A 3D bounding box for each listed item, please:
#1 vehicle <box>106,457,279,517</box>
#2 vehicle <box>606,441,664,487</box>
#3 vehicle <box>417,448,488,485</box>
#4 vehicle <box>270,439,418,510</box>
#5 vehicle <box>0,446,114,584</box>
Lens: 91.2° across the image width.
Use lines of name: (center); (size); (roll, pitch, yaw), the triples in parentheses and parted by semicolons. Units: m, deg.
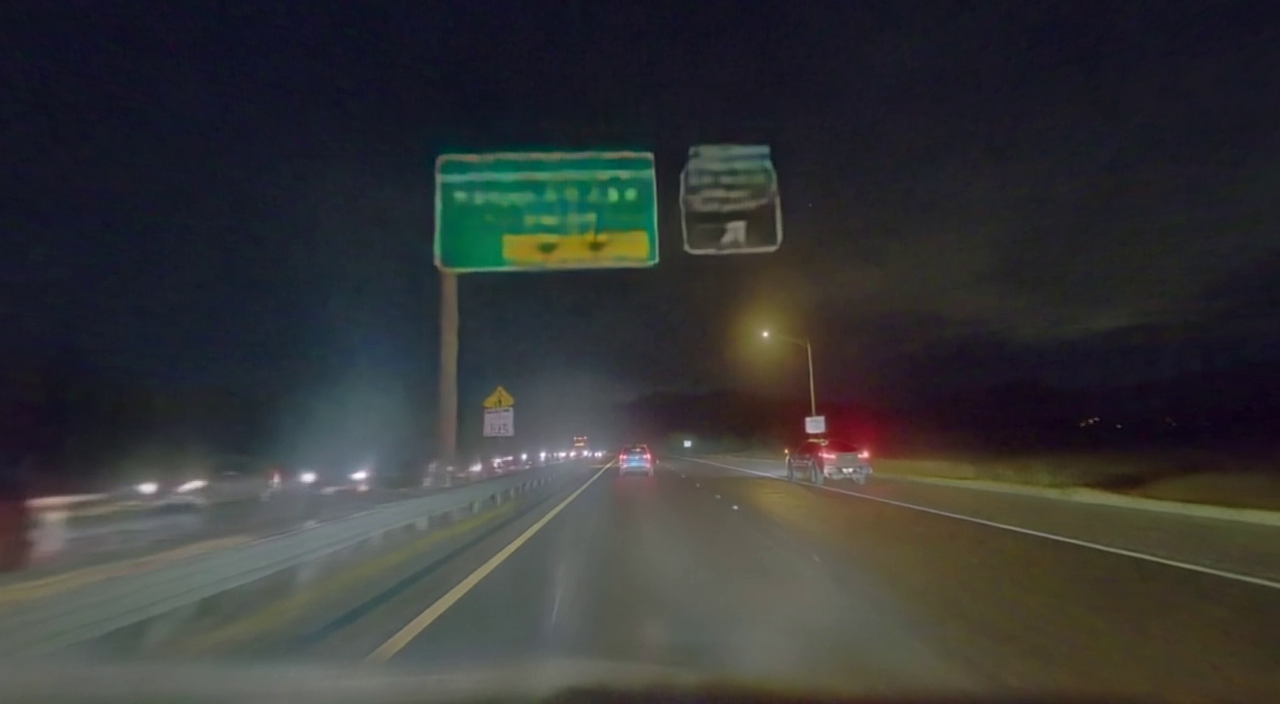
vehicle: (-13.268, 3.995, 19.023); (1.911, 1.514, 4.541); (0, -9, -1)
vehicle: (-0.169, 4.136, 23.408); (1.971, 1.518, 4.108); (0, -9, 0)
vehicle: (-8.584, 5.262, 29.100); (1.977, 1.549, 4.521); (0, -9, -1)
vehicle: (-8.010, 3.327, 17.507); (1.981, 1.681, 4.398); (0, -9, 0)
vehicle: (-8.163, 1.742, 6.395); (1.911, 1.535, 4.238); (0, -9, -1)
